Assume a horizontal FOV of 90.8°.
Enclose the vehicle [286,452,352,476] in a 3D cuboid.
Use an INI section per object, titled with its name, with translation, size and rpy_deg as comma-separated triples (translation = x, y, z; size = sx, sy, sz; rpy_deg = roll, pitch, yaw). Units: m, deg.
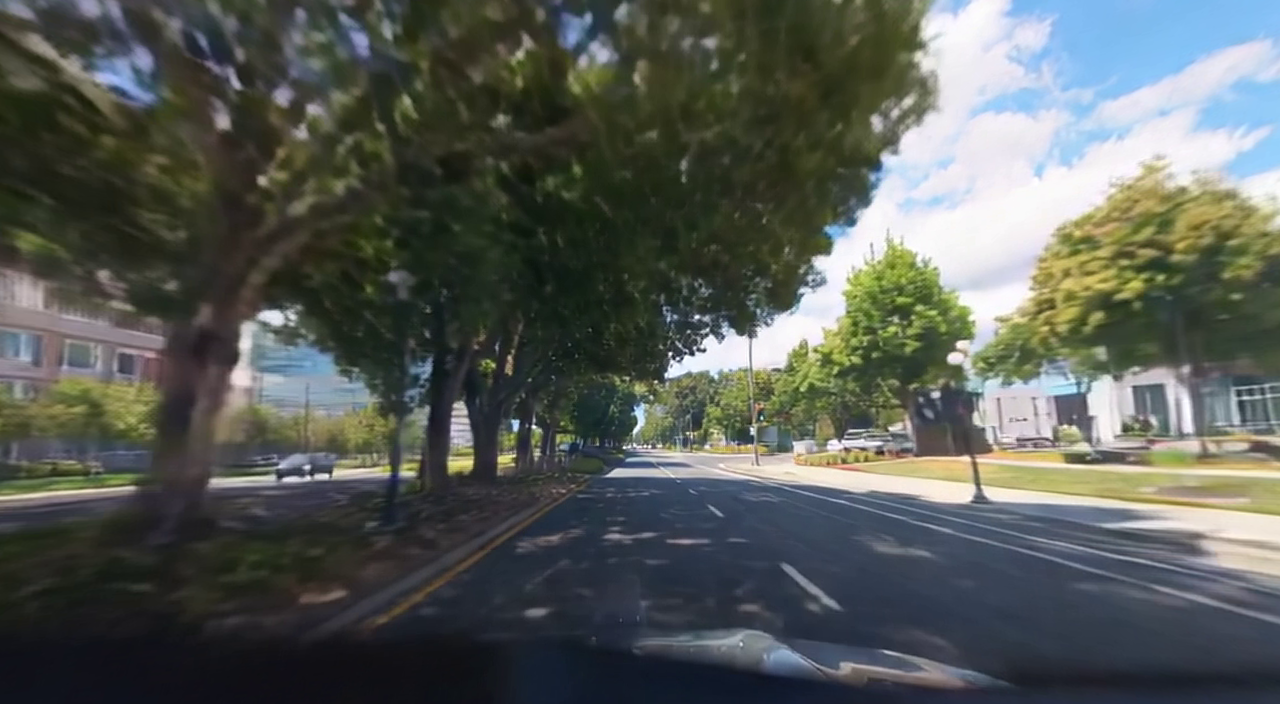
[vehicle]
translation = -21.342, 7.410, 42.202
size = 1.867, 1.464, 4.748
rpy_deg = 0, -9, 0
